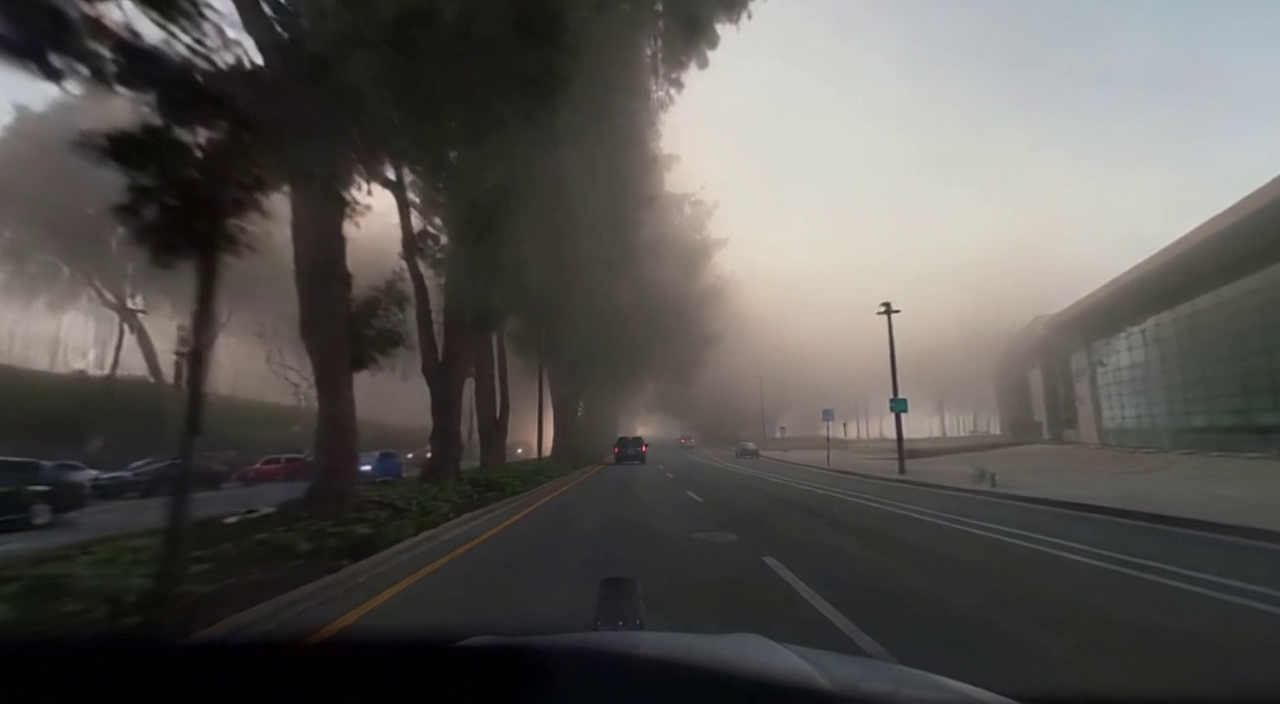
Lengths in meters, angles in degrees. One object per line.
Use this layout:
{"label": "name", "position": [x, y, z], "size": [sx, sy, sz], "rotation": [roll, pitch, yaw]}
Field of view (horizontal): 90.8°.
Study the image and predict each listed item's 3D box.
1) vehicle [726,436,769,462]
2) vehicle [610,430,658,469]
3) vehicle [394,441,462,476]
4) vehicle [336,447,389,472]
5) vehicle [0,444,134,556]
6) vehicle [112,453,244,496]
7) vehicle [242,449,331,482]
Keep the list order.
{"label": "vehicle", "position": [7.798, 7.110, 46.493], "size": [2.364, 1.781, 4.854], "rotation": [0, -8, 1]}
{"label": "vehicle", "position": [-0.356, 5.302, 34.530], "size": [2.411, 1.937, 5.186], "rotation": [0, -8, -1]}
{"label": "vehicle", "position": [-11.063, 5.551, 33.325], "size": [1.994, 1.678, 4.605], "rotation": [0, -8, -1]}
{"label": "vehicle", "position": [-17.956, 6.934, 41.055], "size": [1.773, 1.510, 3.608], "rotation": [0, -8, -1]}
{"label": "vehicle", "position": [-9.281, 1.937, 8.323], "size": [1.950, 1.438, 4.343], "rotation": [1, -8, -6]}
{"label": "vehicle", "position": [-18.102, 4.789, 25.082], "size": [1.825, 1.453, 4.481], "rotation": [0, -8, 0]}
{"label": "vehicle", "position": [-18.090, 5.804, 32.626], "size": [1.876, 1.494, 4.662], "rotation": [0, -8, 0]}
